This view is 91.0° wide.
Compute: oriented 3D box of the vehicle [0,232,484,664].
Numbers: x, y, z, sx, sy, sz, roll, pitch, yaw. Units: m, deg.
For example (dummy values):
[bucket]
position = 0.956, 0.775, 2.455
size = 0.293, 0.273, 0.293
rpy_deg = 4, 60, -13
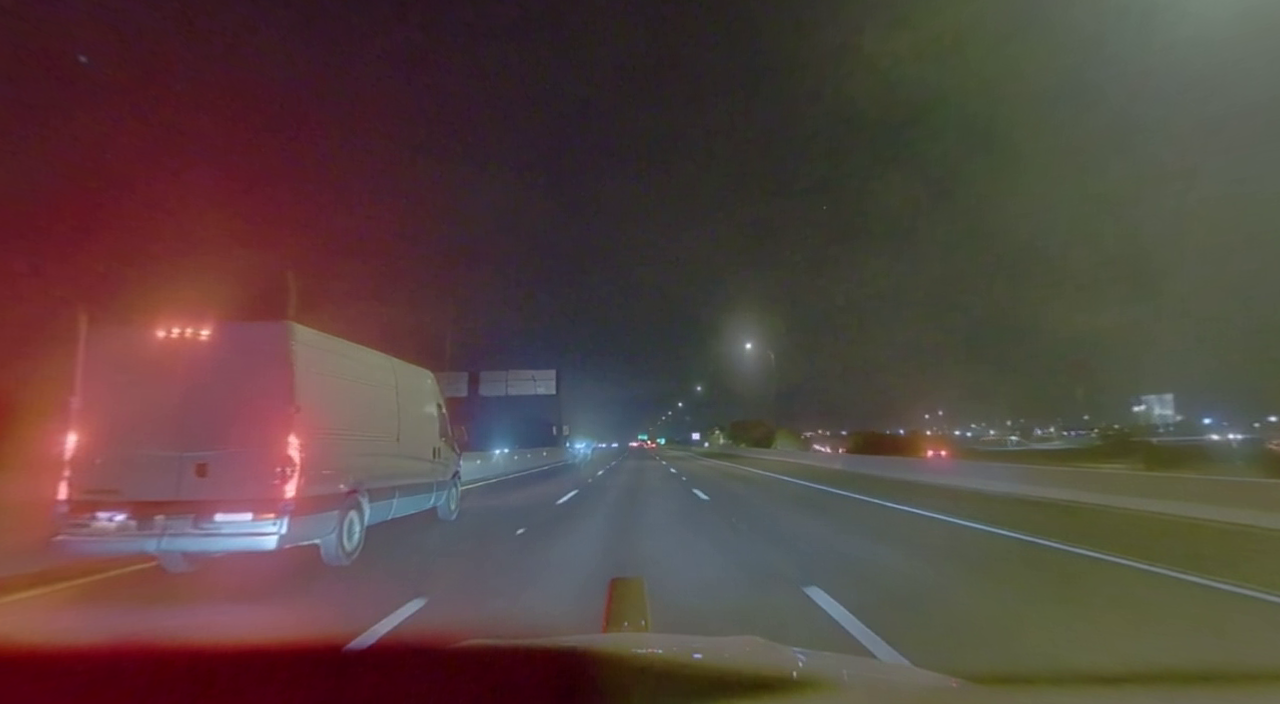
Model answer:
[vehicle]
position = -3.861, 1.002, 7.131
size = 2.443, 2.586, 6.701
rpy_deg = 0, -8, 0
